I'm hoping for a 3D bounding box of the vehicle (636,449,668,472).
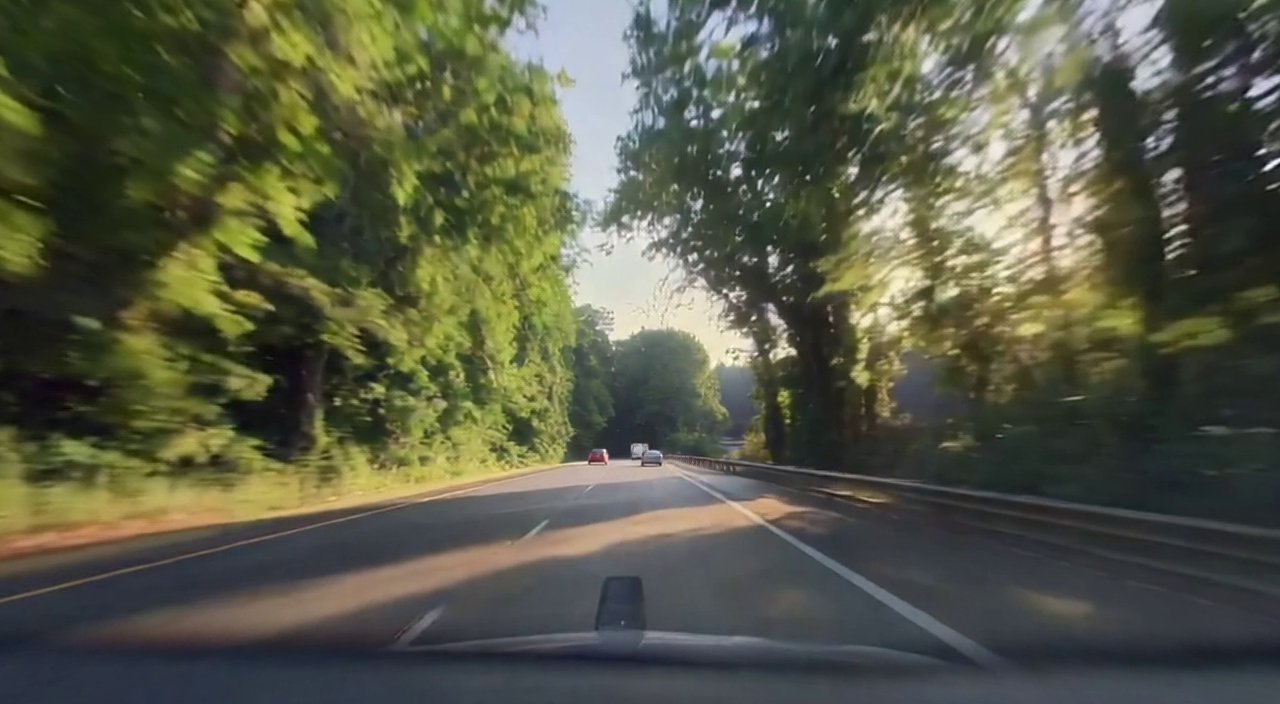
[{"bbox_3d":[0.758,7.231,42.202,2.046,1.452,4.407,0,-9,0],"label":"vehicle"}]
